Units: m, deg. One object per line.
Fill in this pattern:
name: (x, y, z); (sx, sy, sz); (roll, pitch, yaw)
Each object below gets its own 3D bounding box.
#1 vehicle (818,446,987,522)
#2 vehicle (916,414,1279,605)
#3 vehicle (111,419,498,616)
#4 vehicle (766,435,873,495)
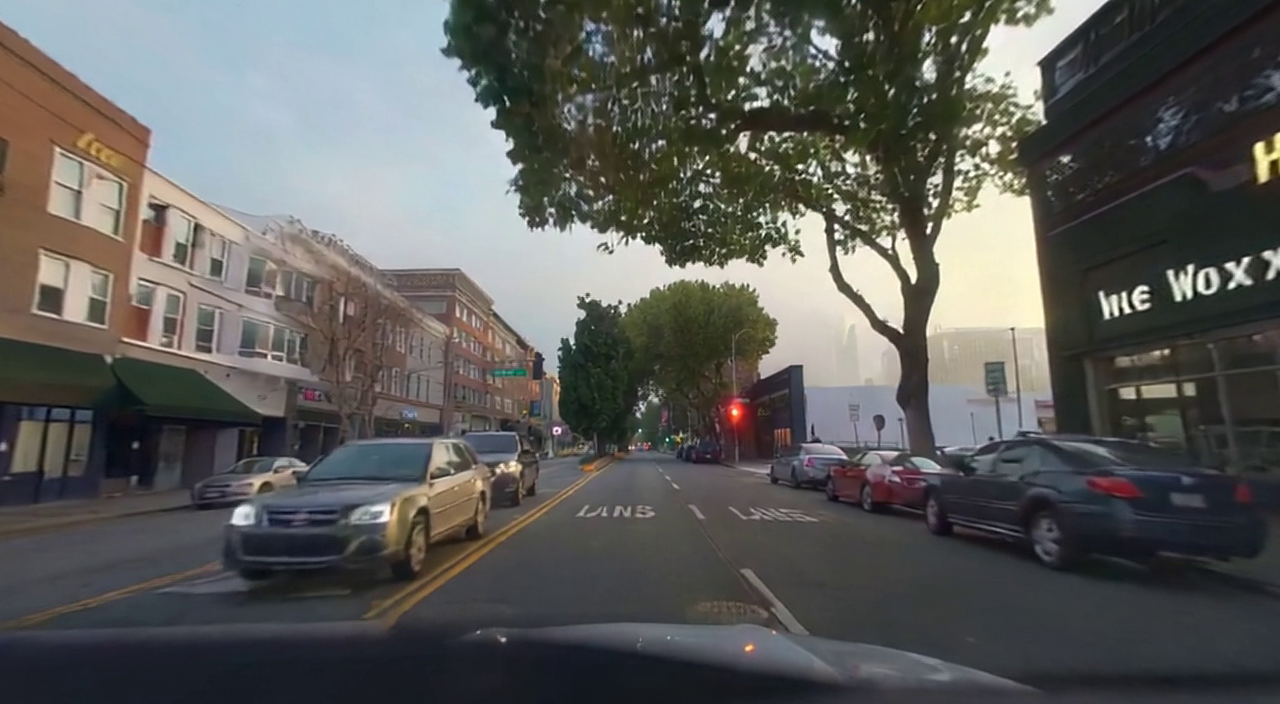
vehicle: (5.895, 2.971, 14.953); (1.910, 1.471, 4.758); (0, -8, -1)
vehicle: (5.852, 1.837, 8.405); (2.116, 1.780, 4.682); (0, -8, -2)
vehicle: (-3.134, 1.622, 7.200); (2.013, 1.527, 4.335); (0, -8, 0)
vehicle: (5.922, 3.786, 21.590); (2.150, 1.805, 4.870); (0, -8, -1)
